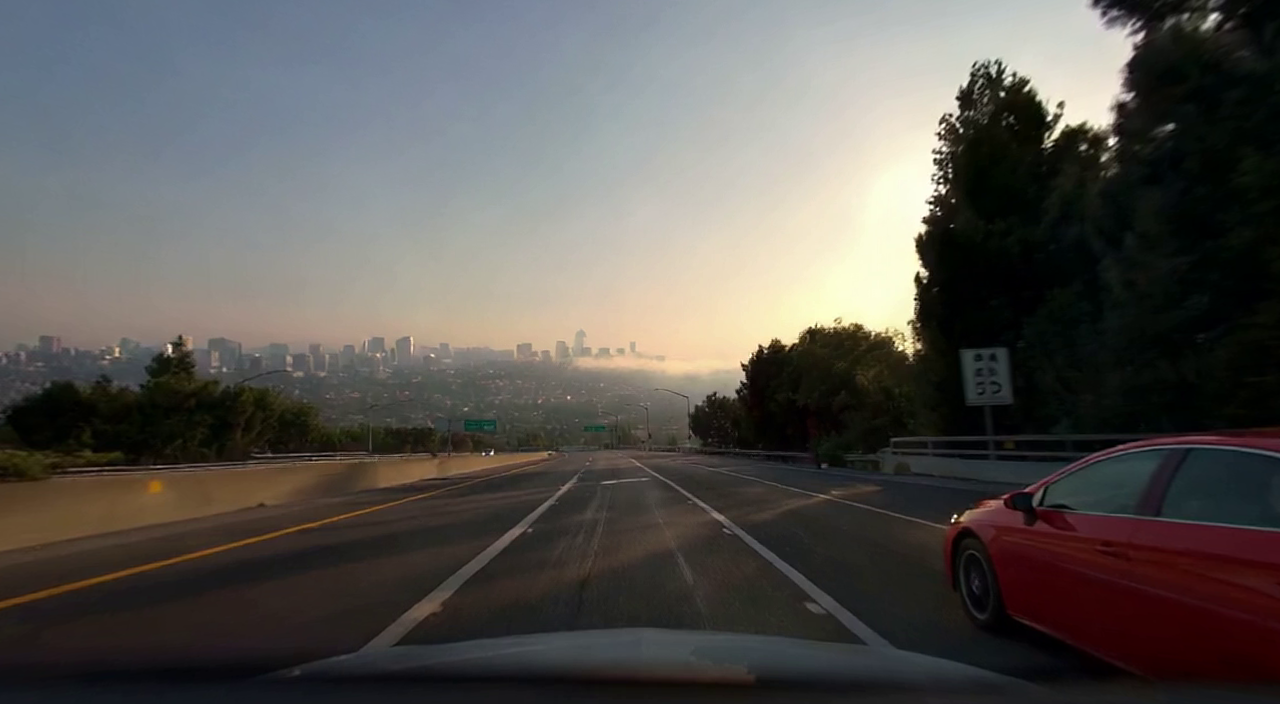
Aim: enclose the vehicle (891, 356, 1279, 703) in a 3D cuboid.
[{"bbox_3d":[3.427,0.975,3.465,2.104,1.575,4.698,0,-9,-1],"label":"vehicle"}]
